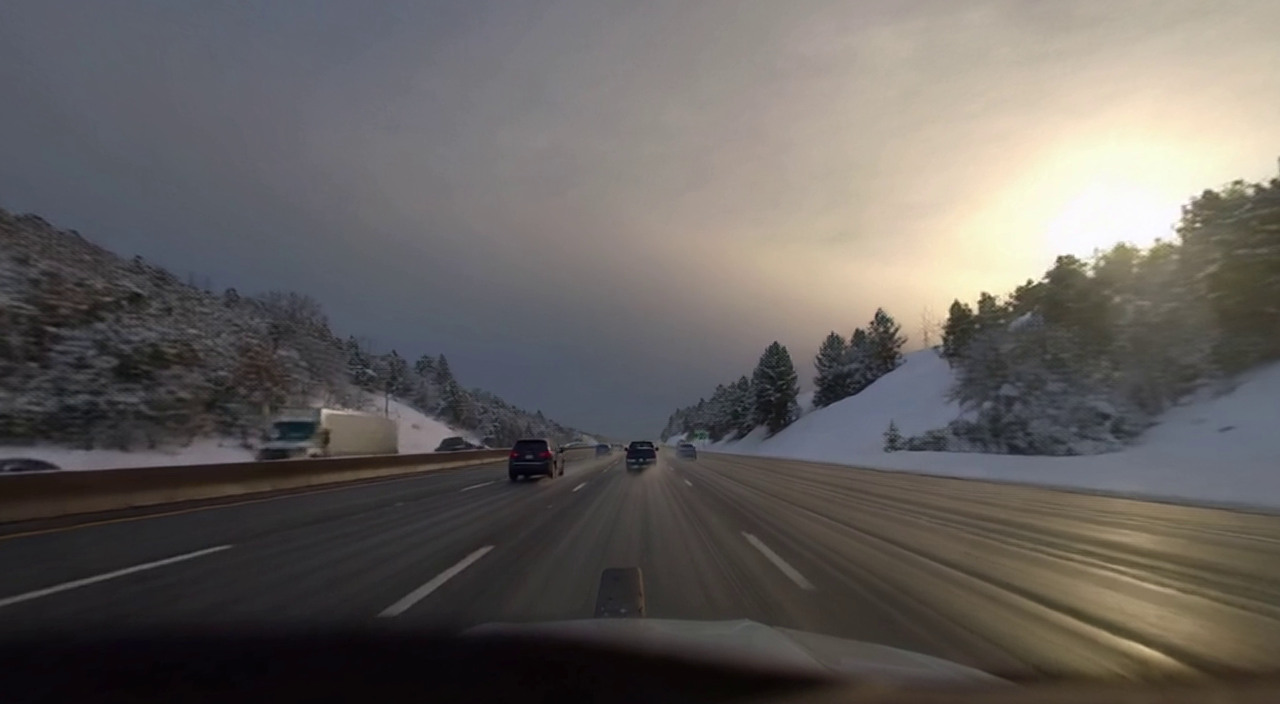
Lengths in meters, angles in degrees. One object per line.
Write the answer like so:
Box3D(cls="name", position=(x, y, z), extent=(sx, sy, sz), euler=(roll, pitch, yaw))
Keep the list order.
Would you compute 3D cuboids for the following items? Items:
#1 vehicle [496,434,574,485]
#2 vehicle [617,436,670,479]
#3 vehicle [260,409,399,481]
Box3D(cls="vehicle", position=(-3.752, 3.921, 23.255), extent=(2.076, 1.690, 4.113), euler=(0, -8, 1))
Box3D(cls="vehicle", position=(0.128, 4.469, 27.045), extent=(2.086, 1.685, 4.206), euler=(0, -8, 0))
Box3D(cls="vehicle", position=(-12.869, 3.957, 26.894), extent=(2.460, 2.683, 6.610), euler=(0, -8, 0))
